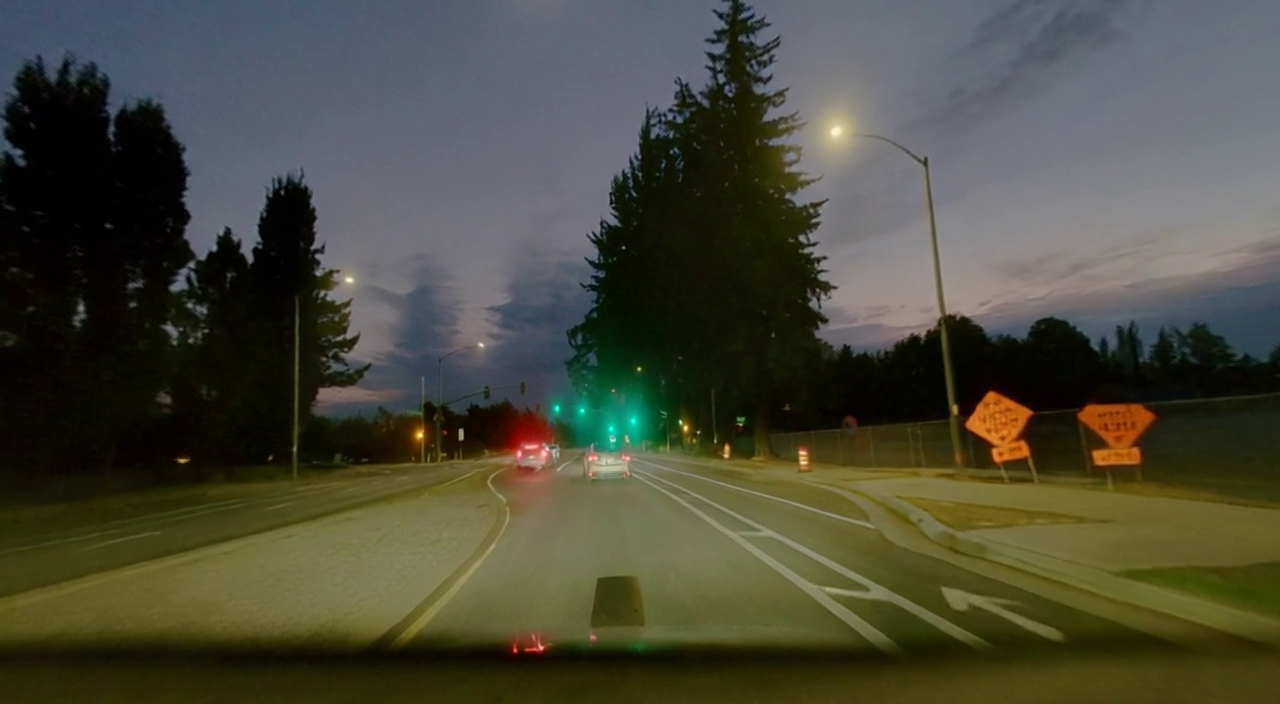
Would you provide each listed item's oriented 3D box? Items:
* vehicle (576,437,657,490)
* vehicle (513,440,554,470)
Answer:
[{"bbox_3d":[-0.898,3.623,20.928,2.266,1.508,4.430,1,-8,-7],"label":"vehicle"},{"bbox_3d":[-6.206,6.020,37.185,2.077,1.665,4.206,1,-8,-6],"label":"vehicle"}]
